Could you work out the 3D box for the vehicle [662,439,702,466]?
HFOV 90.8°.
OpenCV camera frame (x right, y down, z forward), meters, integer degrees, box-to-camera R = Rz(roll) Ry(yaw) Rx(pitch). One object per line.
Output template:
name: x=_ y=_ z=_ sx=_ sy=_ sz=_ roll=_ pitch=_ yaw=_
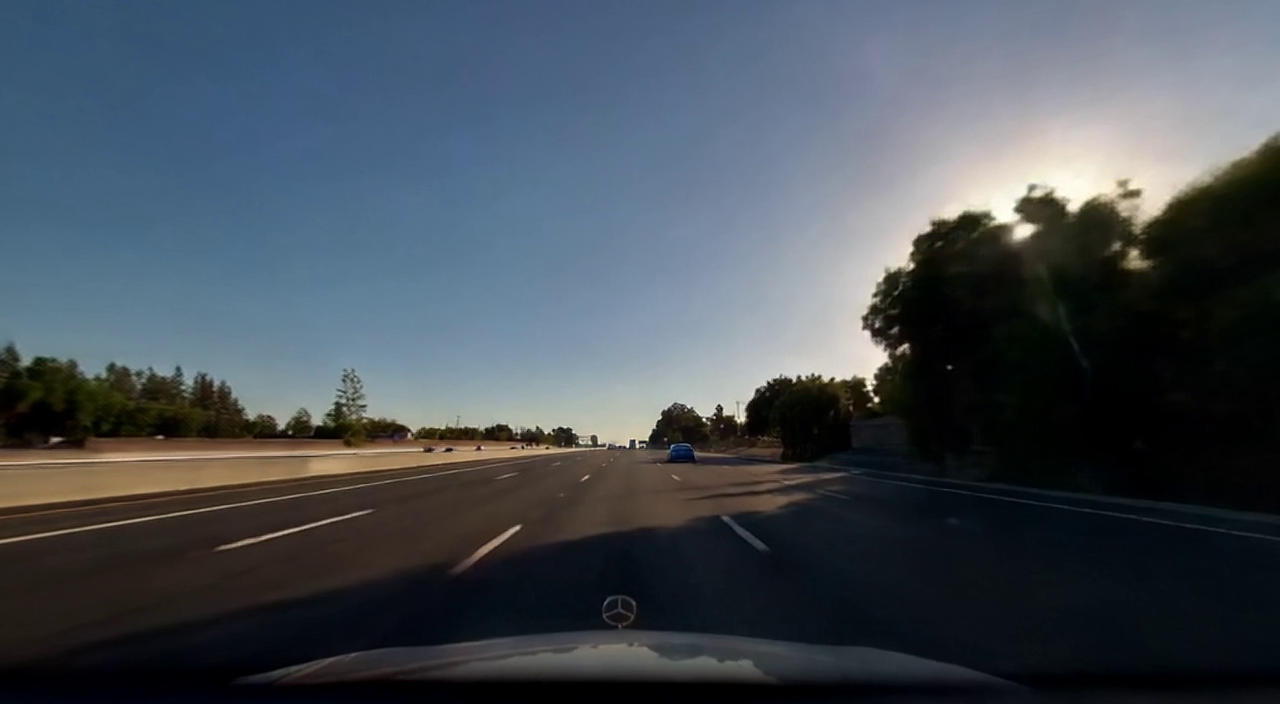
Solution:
vehicle: x=2.689 y=6.535 z=41.177 sx=2.270 sy=1.615 sz=3.770 roll=0 pitch=-8 yaw=-1
